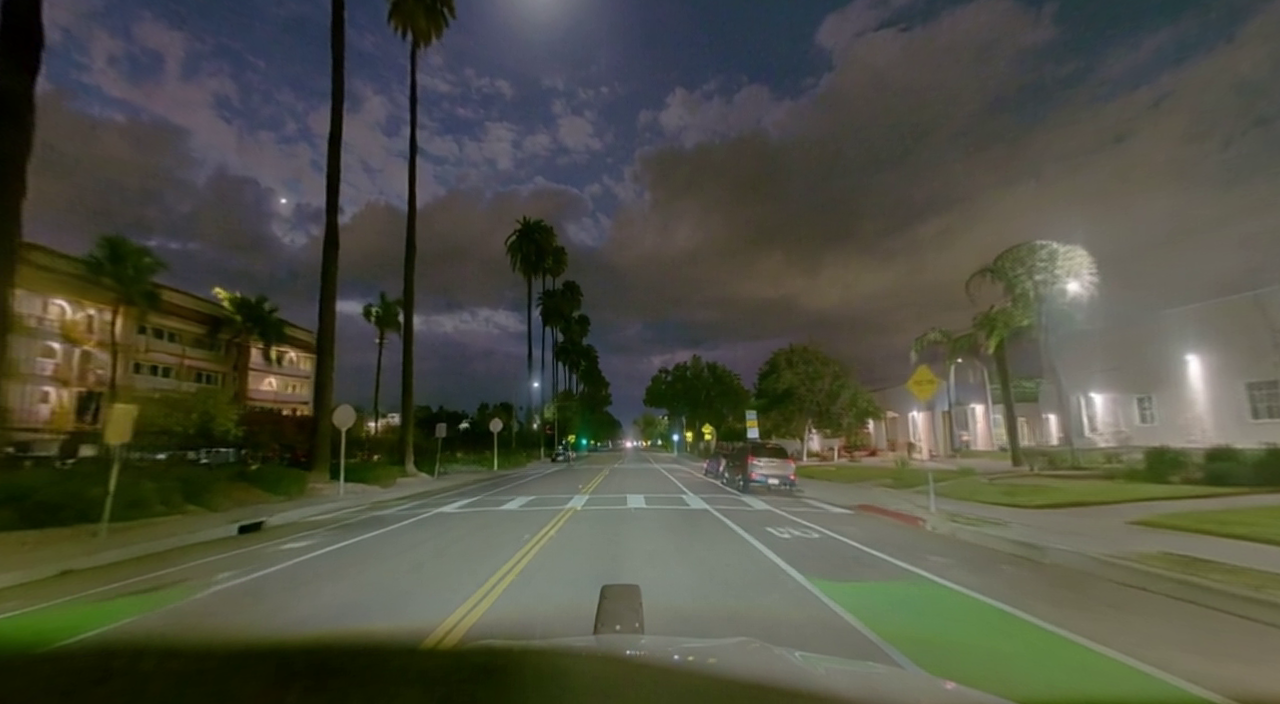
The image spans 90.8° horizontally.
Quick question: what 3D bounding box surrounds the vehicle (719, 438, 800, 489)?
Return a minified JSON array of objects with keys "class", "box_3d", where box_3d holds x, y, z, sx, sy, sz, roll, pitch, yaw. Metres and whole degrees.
[{"class":"vehicle","box_3d":[4.251,4.023,23.206,1.997,1.640,4.494,0,-9,-1]}]
